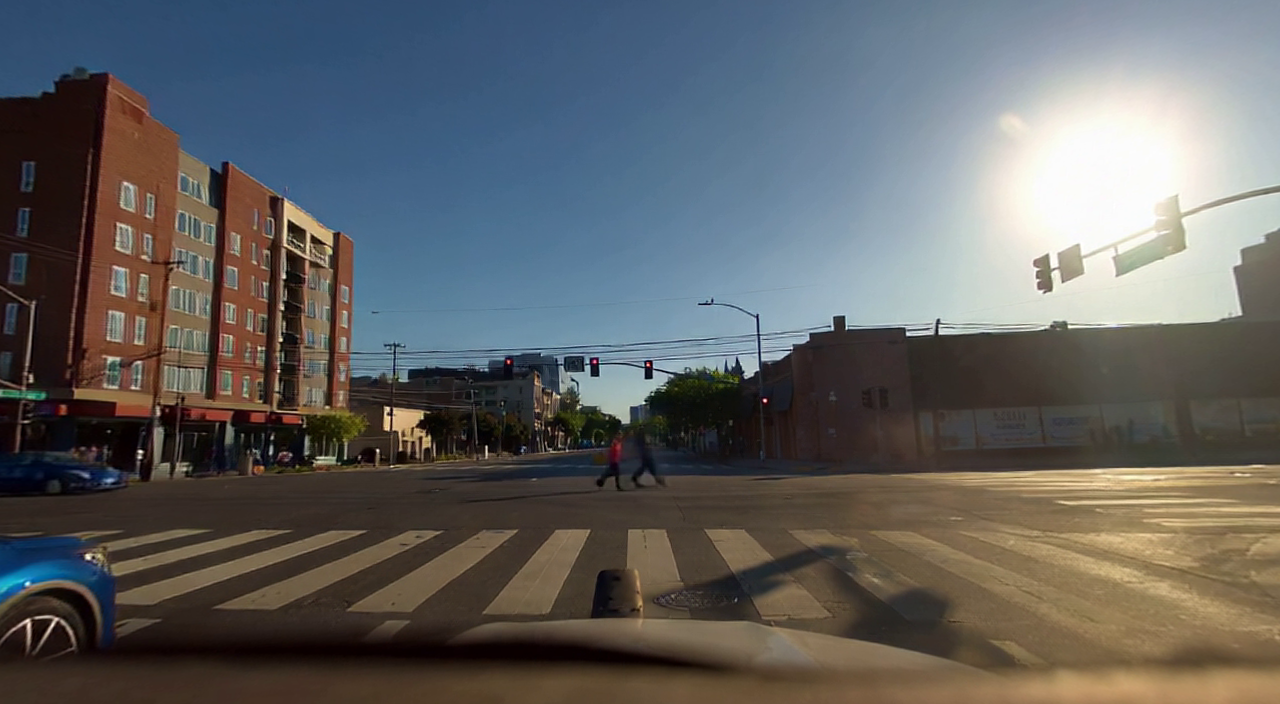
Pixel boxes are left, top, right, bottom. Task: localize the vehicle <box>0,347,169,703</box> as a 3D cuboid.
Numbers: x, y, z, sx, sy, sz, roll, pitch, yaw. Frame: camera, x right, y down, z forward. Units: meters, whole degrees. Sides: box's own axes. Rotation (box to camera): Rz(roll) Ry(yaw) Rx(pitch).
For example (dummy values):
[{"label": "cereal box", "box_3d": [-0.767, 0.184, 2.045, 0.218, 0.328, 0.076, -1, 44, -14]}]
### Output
[{"label": "vehicle", "box_3d": [-3.635, 0.616, 1.061, 2.109, 1.692, 4.587, 0, -8, 0]}]
